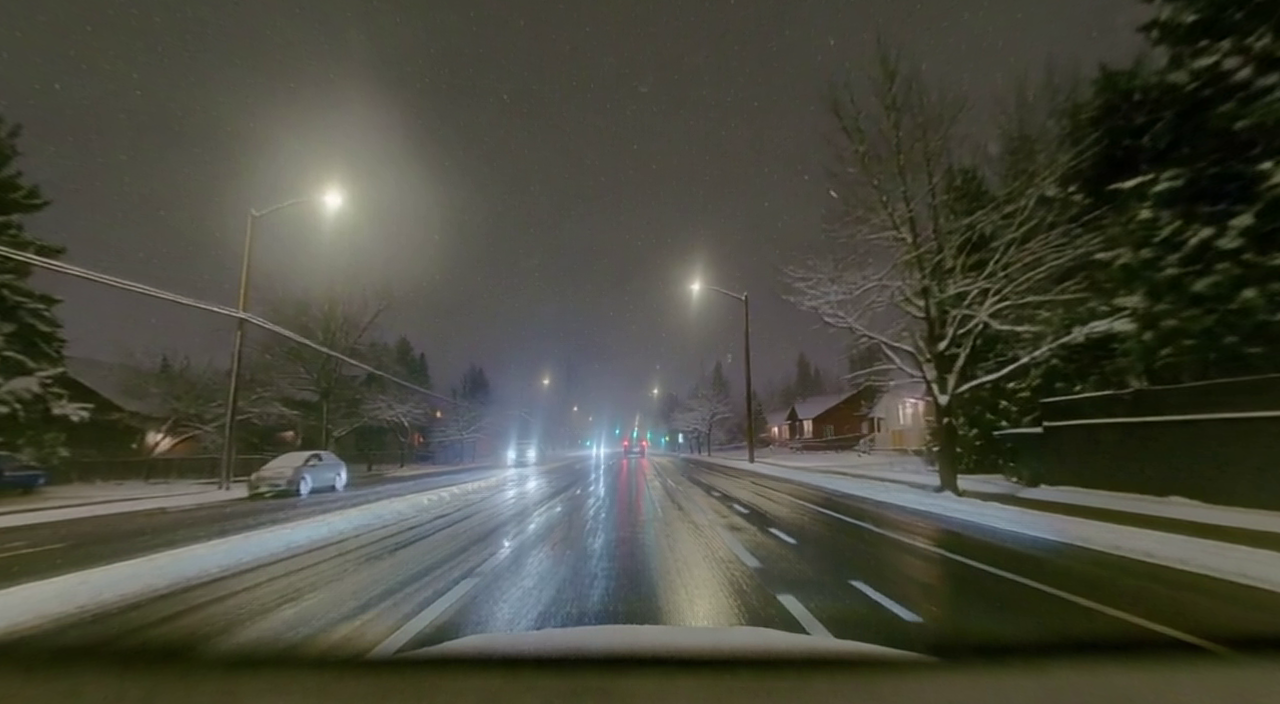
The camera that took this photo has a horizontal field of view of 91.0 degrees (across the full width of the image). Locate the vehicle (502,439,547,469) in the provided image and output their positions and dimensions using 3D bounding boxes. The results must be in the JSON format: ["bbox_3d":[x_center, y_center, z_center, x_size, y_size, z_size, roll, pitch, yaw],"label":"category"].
[{"bbox_3d":[-7.257,6.456,39.968,2.082,1.789,4.387,0,-8,0],"label":"vehicle"}]

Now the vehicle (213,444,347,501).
[{"bbox_3d":[-12.329,4.105,21.984,2.098,1.740,4.449,0,-8,-1],"label":"vehicle"}]
